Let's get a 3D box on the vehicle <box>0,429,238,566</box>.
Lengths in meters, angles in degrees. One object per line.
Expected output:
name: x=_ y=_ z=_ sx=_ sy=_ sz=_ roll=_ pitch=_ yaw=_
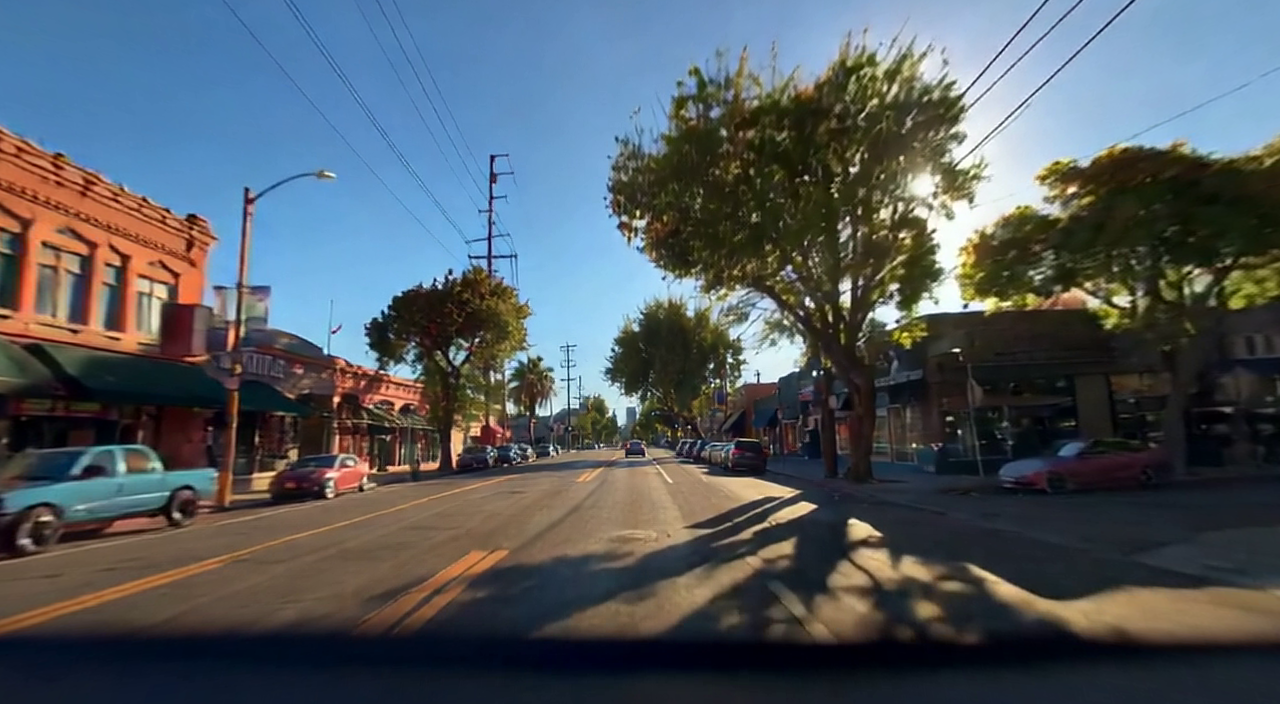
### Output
vehicle: x=-9.663 y=2.319 z=10.971 sx=2.037 sy=1.826 sz=4.987 roll=-1 pitch=-8 yaw=0

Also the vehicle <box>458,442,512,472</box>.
vehicle: x=-10.058 y=6.810 z=41.448 sx=2.081 sy=1.819 sz=5.607 roll=-1 pitch=-8 yaw=0

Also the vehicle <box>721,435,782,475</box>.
vehicle: x=5.479 y=5.124 z=31.821 sx=2.042 sy=1.787 sz=5.110 roll=0 pitch=-8 yaw=-1

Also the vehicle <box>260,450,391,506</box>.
vehicle: x=-9.847 y=3.948 z=20.334 sx=1.802 sy=1.397 sz=5.226 roll=0 pitch=-8 yaw=-3

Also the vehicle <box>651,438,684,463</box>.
vehicle: x=1.855 y=6.805 z=43.822 sx=1.998 sy=1.580 sz=4.015 roll=0 pitch=-8 yaw=-2

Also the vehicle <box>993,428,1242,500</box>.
vehicle: x=11.891 y=2.794 z=16.022 sx=4.563 sy=1.633 sz=2.144 roll=0 pitch=-8 yaw=-1
